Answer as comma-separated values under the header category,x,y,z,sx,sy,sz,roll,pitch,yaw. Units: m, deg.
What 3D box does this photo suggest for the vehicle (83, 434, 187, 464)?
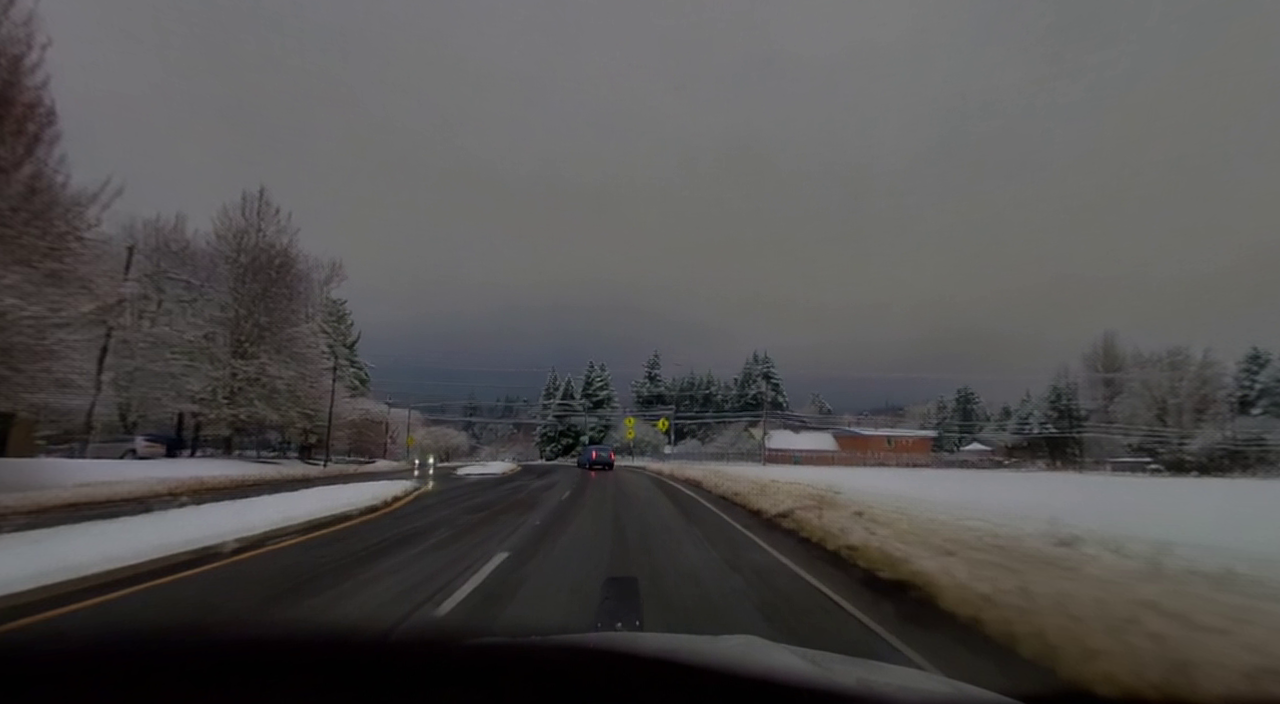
category,x,y,z,sx,sy,sz,roll,pitch,yaw
vehicle,-29.598,5.680,37.077,4.816,1.696,2.323,-3,-9,16

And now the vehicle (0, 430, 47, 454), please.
category,x,y,z,sx,sy,sz,roll,pitch,yaw
vehicle,-47.824,6.753,47.332,2.042,1.721,4.404,-4,-9,17

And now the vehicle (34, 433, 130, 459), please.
category,x,y,z,sx,sy,sz,roll,pitch,yaw
vehicle,-40.074,6.710,45.535,1.935,1.582,4.741,2,-6,16
